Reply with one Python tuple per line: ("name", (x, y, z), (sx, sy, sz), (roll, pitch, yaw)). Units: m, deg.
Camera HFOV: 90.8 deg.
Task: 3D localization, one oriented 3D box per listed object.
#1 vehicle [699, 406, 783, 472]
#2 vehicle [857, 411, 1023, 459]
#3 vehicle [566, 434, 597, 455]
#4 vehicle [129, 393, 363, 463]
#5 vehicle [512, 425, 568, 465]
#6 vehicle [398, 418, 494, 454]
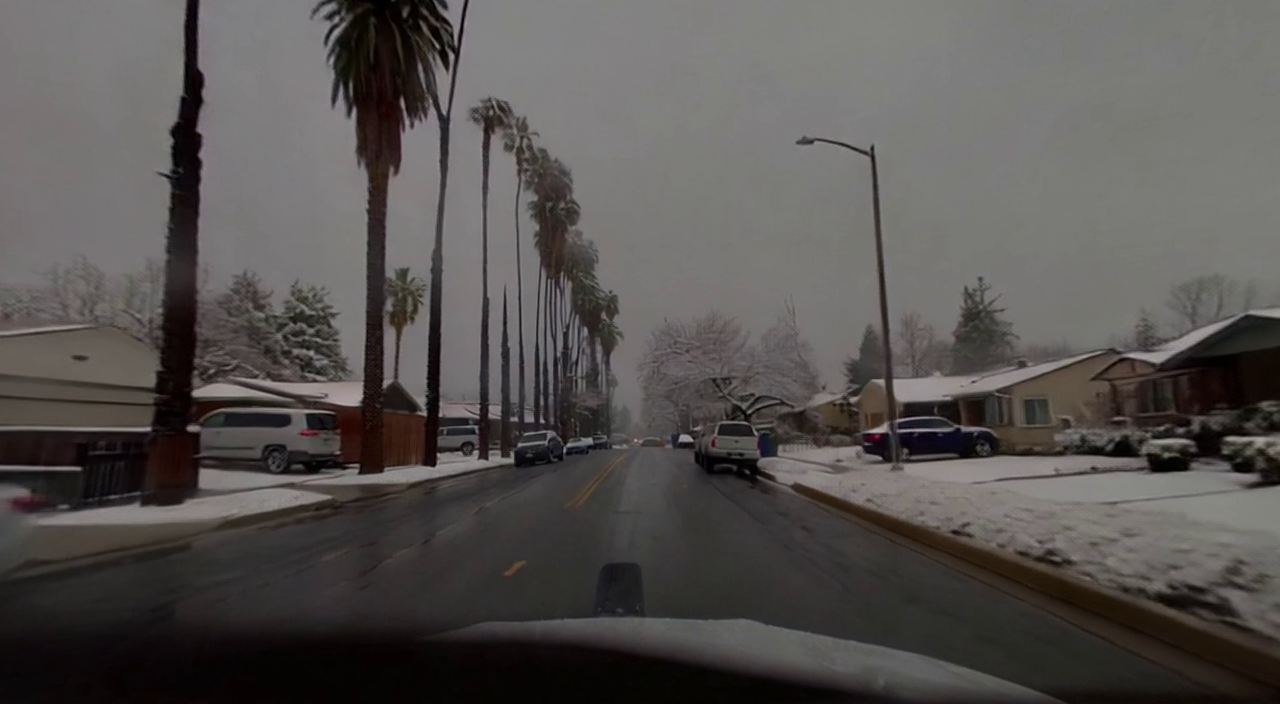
("vehicle", (3.415, 3.144, 22.738), (2.184, 2.038, 6.212), (0, -8, 2))
("vehicle", (10.034, 2.835, 21.438), (4.643, 1.520, 1.826), (0, -8, 3))
("vehicle", (-4.564, 7.330, 49.890), (2.080, 1.479, 4.531), (0, -10, -1))
("vehicle", (-11.542, 2.293, 18.858), (5.340, 1.948, 2.398), (0, -9, 1))
("vehicle", (-4.927, 4.607, 31.733), (2.147, 1.823, 4.725), (0, -7, -1))
("vehicle", (-11.422, 4.982, 37.510), (4.991, 1.947, 2.329), (-1, -8, -1))
